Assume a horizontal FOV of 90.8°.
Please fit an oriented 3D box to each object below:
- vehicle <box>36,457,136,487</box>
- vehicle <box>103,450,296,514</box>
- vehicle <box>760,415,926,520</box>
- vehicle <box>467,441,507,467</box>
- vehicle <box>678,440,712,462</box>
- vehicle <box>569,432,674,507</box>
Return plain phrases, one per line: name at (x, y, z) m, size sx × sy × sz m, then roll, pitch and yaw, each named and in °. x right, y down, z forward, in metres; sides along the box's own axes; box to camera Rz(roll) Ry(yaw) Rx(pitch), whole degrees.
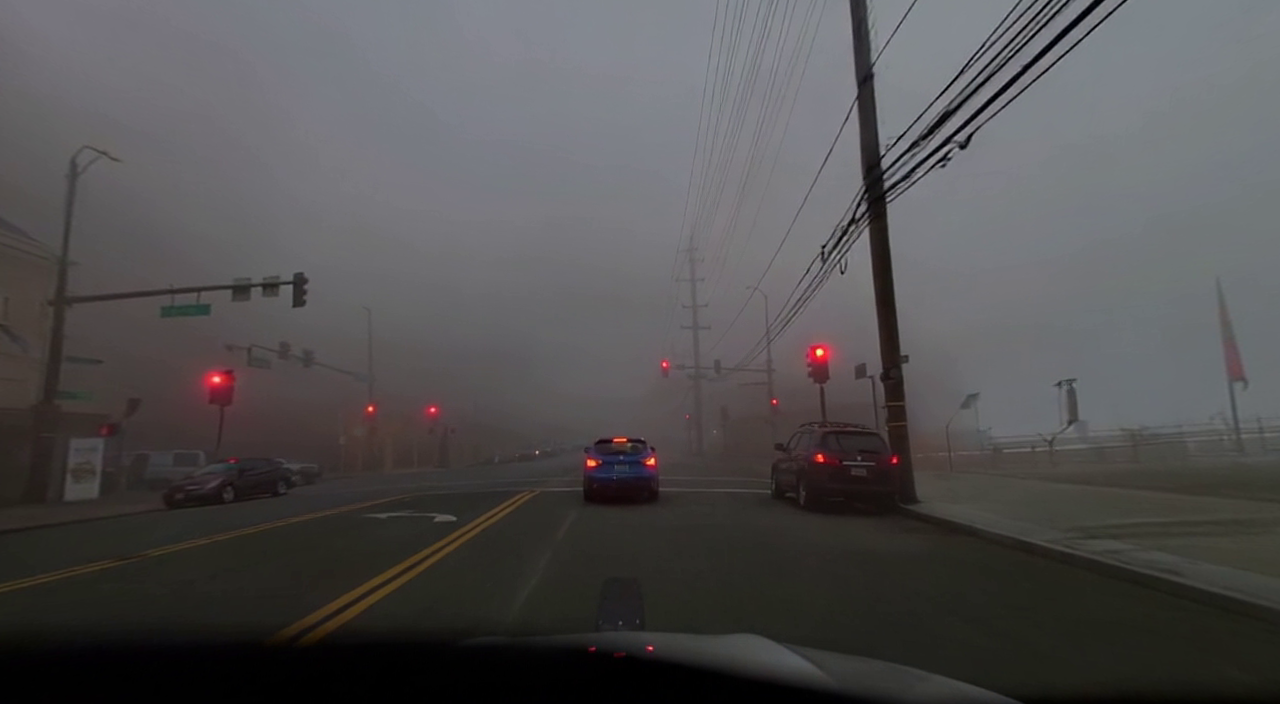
vehicle at (-31.770, 6.876, 36.324) m, size 3.932 × 1.671 × 1.853 m, roll 0°, pitch -9°, yaw 0°
vehicle at (-11.985, 3.529, 17.695) m, size 1.980 × 1.502 × 4.655 m, roll 0°, pitch -9°, yaw 1°
vehicle at (3.887, 2.290, 12.998) m, size 2.015 × 1.780 × 4.261 m, roll 0°, pitch -9°, yaw 1°
vehicle at (-11.961, 7.966, 49.694) m, size 2.104 × 1.830 × 4.554 m, roll -3°, pitch -8°, yaw -2°
vehicle at (3.891, 7.072, 45.406) m, size 1.933 × 1.479 × 4.430 m, roll 0°, pitch -9°, yaw -1°
vehicle at (-0.384, 2.623, 14.533) m, size 2.049 × 1.453 × 4.299 m, roll 0°, pitch -9°, yaw -1°
